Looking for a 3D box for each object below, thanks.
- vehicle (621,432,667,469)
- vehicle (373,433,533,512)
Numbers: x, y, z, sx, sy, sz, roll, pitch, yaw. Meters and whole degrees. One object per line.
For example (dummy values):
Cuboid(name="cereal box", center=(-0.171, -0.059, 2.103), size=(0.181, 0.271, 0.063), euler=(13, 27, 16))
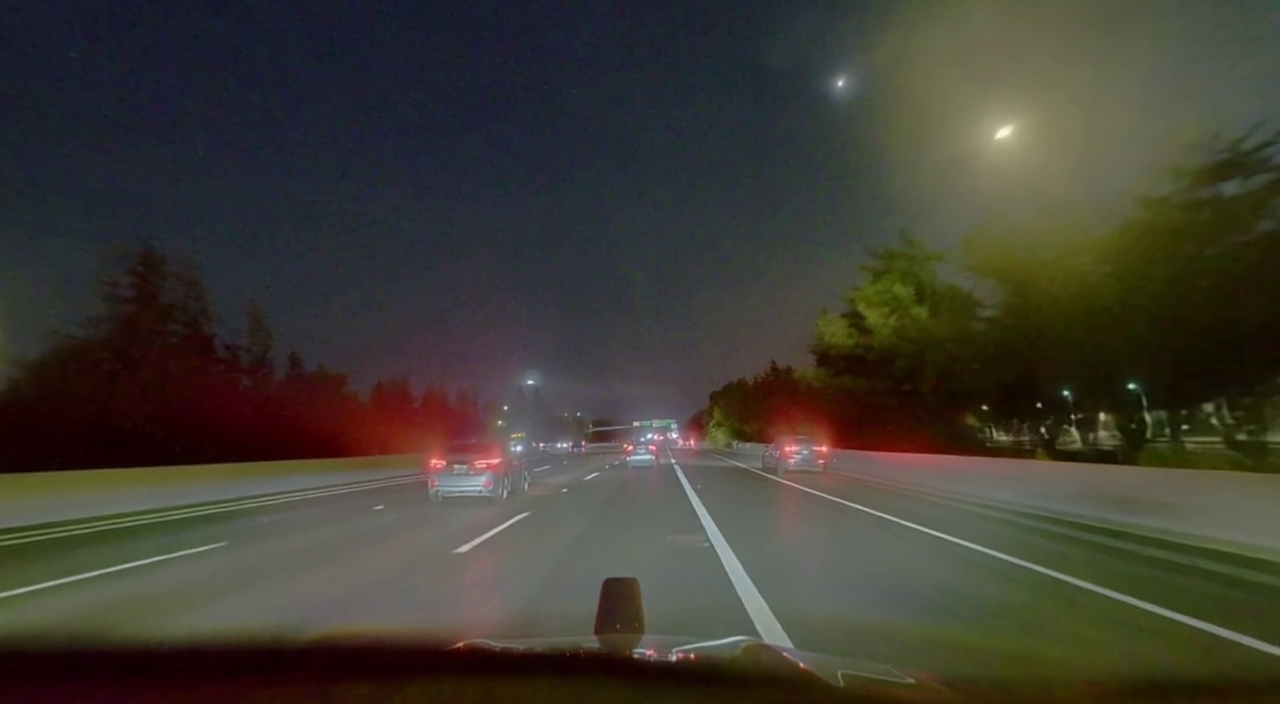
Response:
Cuboid(name="vehicle", center=(0.213, 4.761, 30.744), size=(2.082, 1.638, 4.644), euler=(0, -8, 1))
Cuboid(name="vehicle", center=(-3.899, 2.592, 14.211), size=(1.981, 1.460, 4.792), euler=(0, -8, 2))
